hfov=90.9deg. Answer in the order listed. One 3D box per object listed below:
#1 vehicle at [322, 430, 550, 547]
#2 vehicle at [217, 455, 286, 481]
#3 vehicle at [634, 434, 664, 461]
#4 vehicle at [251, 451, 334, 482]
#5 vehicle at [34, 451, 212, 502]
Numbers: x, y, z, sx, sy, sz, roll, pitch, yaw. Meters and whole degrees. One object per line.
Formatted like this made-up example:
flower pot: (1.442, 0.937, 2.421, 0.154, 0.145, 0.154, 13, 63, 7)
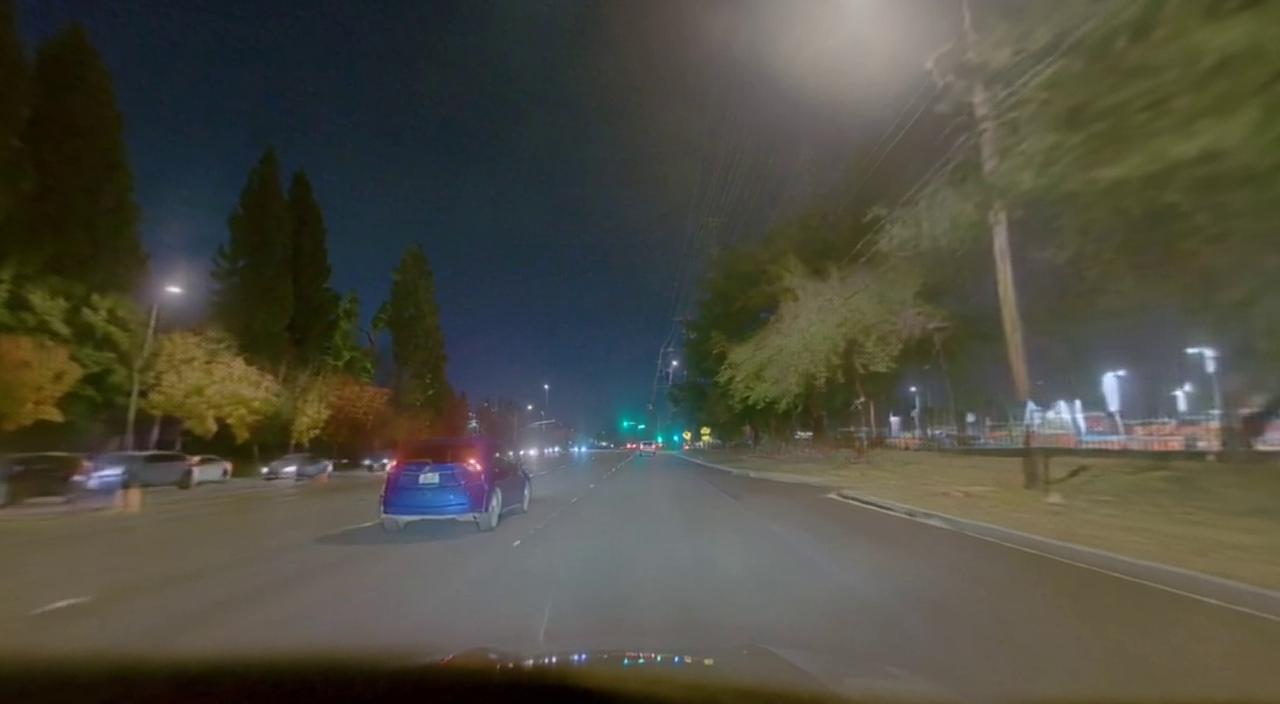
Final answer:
vehicle: (-2.975, 2.113, 10.566, 2.087, 1.480, 4.825, 0, -8, 2)
vehicle: (-25.649, 7.663, 41.841, 1.833, 1.510, 4.388, 0, -8, -2)
vehicle: (0.593, 6.936, 45.659, 2.060, 1.845, 4.151, 0, -8, 0)
vehicle: (-18.528, 6.106, 33.899, 1.979, 1.470, 4.571, 0, -8, -1)
vehicle: (-17.363, 4.176, 21.597, 1.988, 1.491, 4.768, 0, -8, 2)
